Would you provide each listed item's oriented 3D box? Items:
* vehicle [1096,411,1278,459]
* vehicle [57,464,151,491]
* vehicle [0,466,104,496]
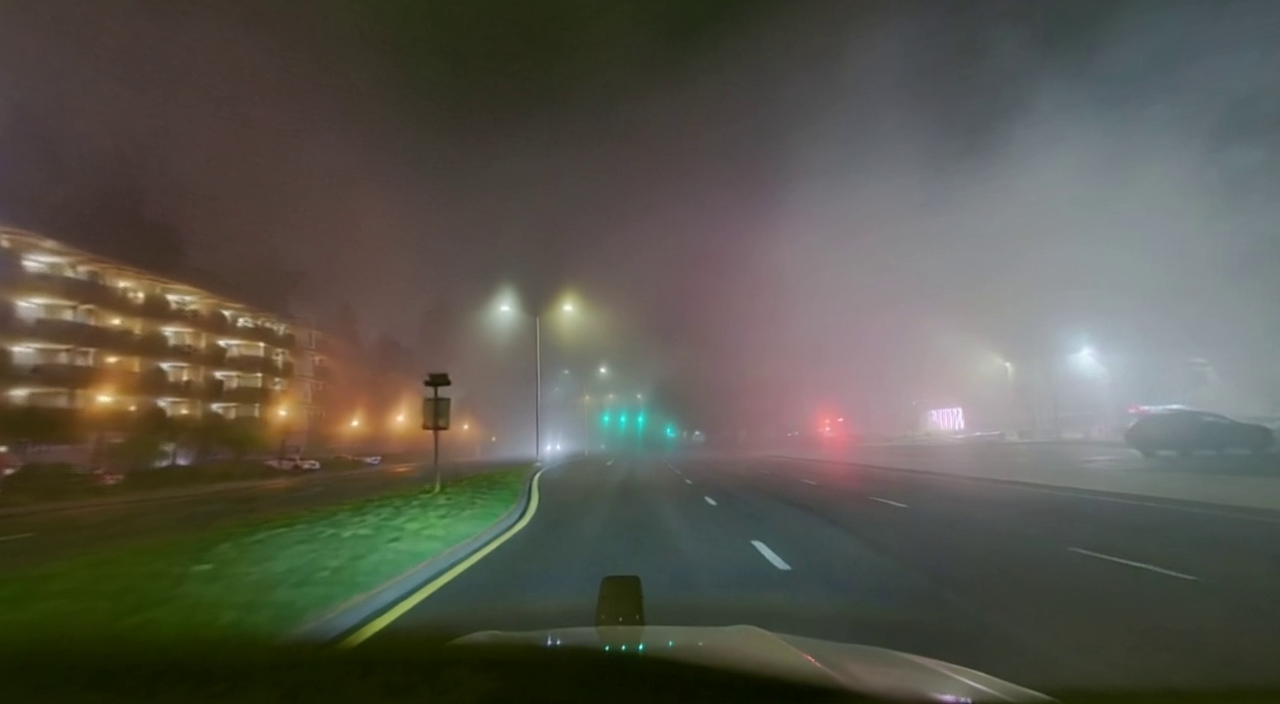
[{"bbox_3d":[20.130,3.107,23.442,4.745,1.675,2.096,0,-8,0],"label":"vehicle"},{"bbox_3d":[-29.717,6.955,35.084,3.603,1.373,1.712,0,-8,0],"label":"vehicle"},{"bbox_3d":[-30.306,6.618,32.571,3.705,1.403,1.762,-1,-8,2],"label":"vehicle"}]
